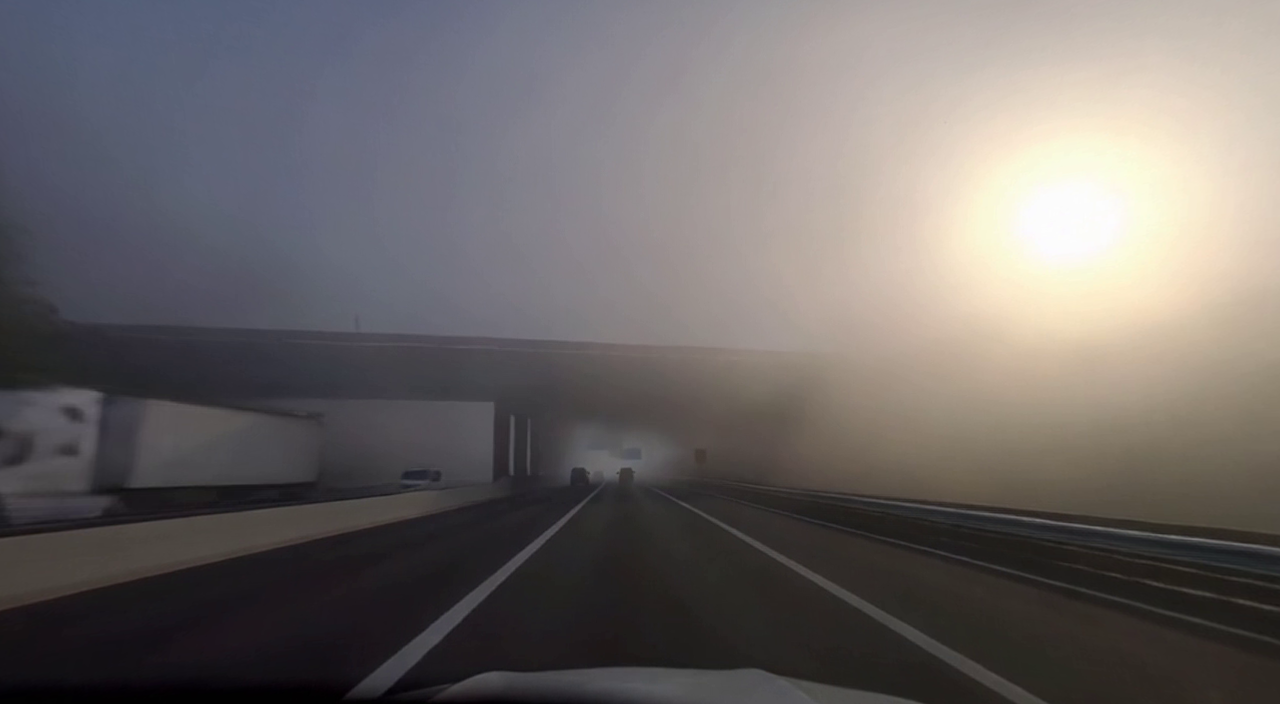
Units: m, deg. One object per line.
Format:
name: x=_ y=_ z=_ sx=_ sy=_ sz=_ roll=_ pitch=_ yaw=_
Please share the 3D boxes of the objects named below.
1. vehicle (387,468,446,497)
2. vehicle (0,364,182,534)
vehicle: x=-12.905 y=7.551 z=36.740 sx=1.994 sy=1.521 sz=4.116 roll=1 pitch=-11 yaw=-2
vehicle: x=-16.593 y=2.761 z=17.559 sx=3.032 sy=3.979 sz=5.796 roll=1 pitch=-11 yaw=-1
